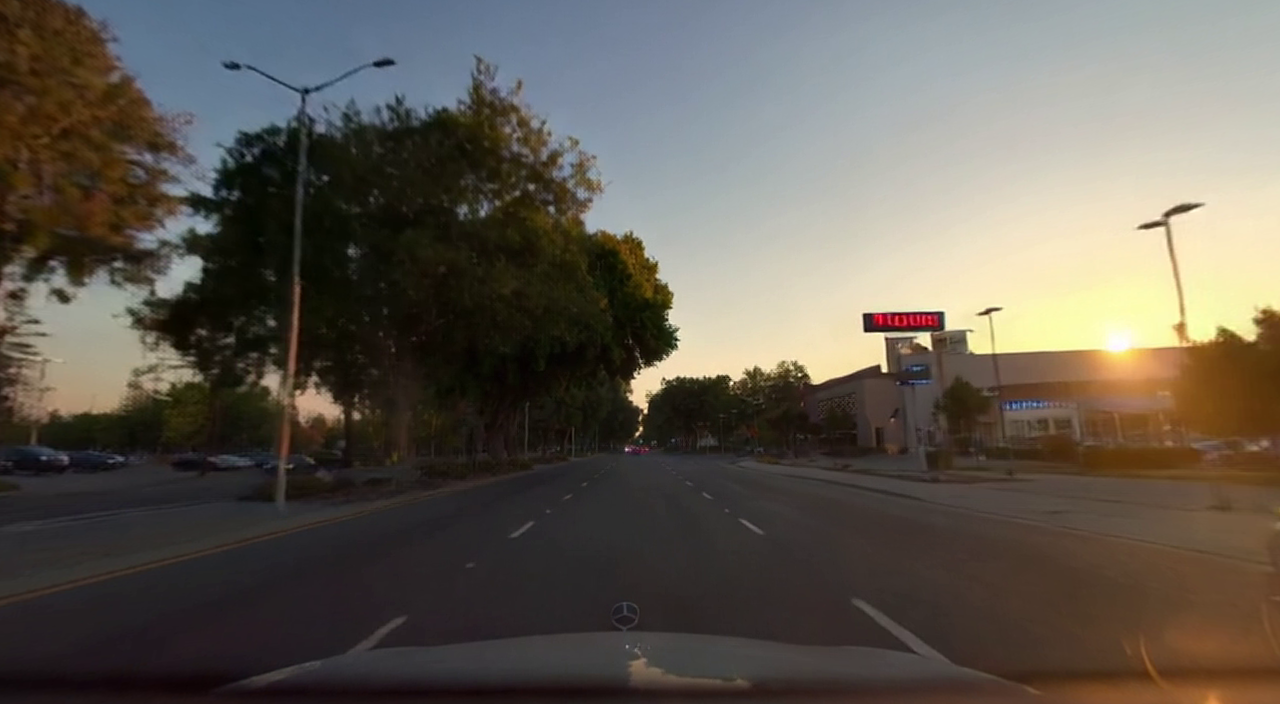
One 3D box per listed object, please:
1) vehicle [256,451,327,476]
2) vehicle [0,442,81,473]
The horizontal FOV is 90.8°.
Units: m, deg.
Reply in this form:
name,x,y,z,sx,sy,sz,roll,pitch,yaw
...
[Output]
name,x,y,z,sx,sy,sz,roll,pitch,yaw
vehicle,-22.592,7.215,41.154,1.864,1.510,4.664,0,-8,2
vehicle,-33.375,5.668,34.033,4.506,1.640,2.033,0,-8,1
